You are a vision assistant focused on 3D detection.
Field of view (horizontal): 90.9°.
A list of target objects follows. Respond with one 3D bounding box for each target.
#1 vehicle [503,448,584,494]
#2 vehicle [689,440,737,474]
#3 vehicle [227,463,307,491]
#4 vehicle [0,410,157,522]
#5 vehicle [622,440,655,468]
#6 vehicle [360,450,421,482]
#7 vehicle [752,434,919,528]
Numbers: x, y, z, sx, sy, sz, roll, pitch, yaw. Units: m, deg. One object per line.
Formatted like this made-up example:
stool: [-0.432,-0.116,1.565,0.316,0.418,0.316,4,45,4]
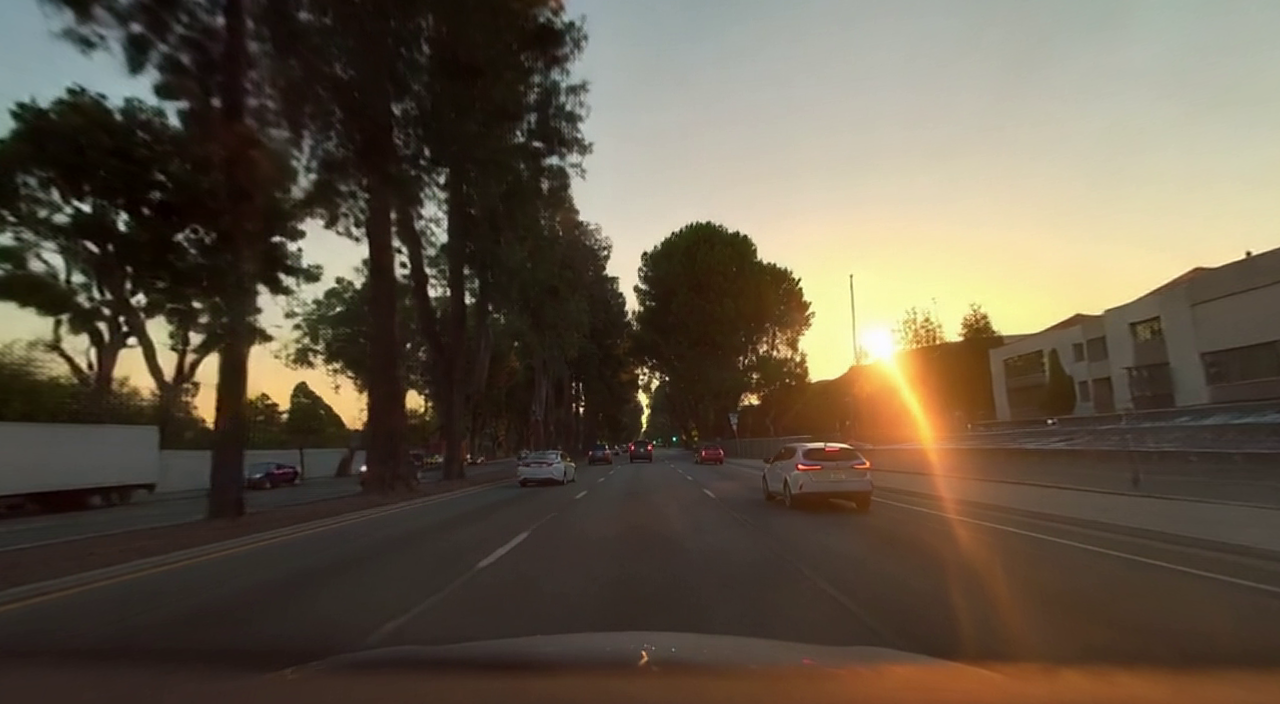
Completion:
vehicle: [-3.050,3.842,20.782,2.013,1.354,3.908,0,-9,0]
vehicle: [3.846,5.617,34.008,1.980,1.709,4.367,0,-9,-1]
vehicle: [-22.535,7.549,38.299,1.908,1.483,4.835,0,-9,0]
vehicle: [-22.986,4.042,22.530,2.833,3.735,11.042,0,-8,-1]
vehicle: [-0.137,7.226,44.946,2.247,1.882,4.603,0,-9,-1]
vehicle: [-16.334,7.465,41.603,2.011,1.892,4.711,0,-8,1]
vehicle: [3.564,2.424,12.422,1.919,1.502,4.232,0,-9,0]
